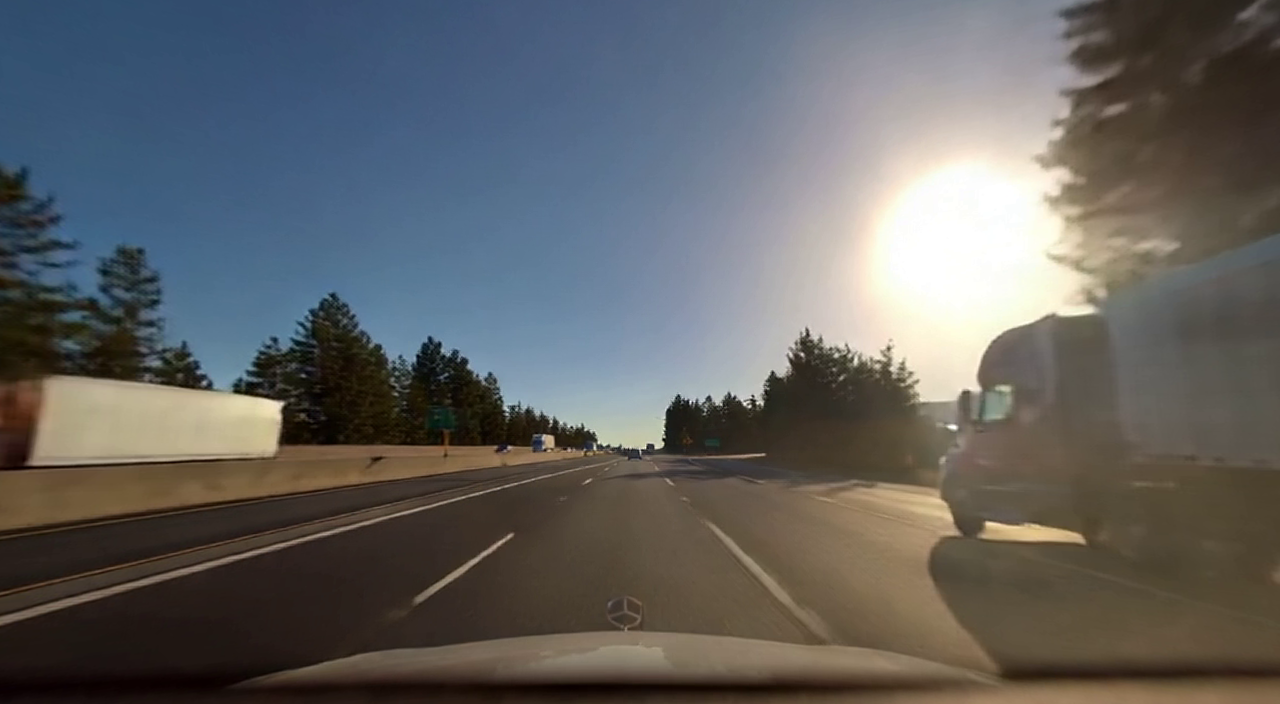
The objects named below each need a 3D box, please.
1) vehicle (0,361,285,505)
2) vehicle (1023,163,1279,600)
[{"bbox_3d":[-19.058,3.047,22.714,2.923,3.914,16.640,0,-9,0],"label":"vehicle"},{"bbox_3d":[6.888,-0.028,3.513,2.821,3.681,10.415,0,-9,-1],"label":"vehicle"}]
